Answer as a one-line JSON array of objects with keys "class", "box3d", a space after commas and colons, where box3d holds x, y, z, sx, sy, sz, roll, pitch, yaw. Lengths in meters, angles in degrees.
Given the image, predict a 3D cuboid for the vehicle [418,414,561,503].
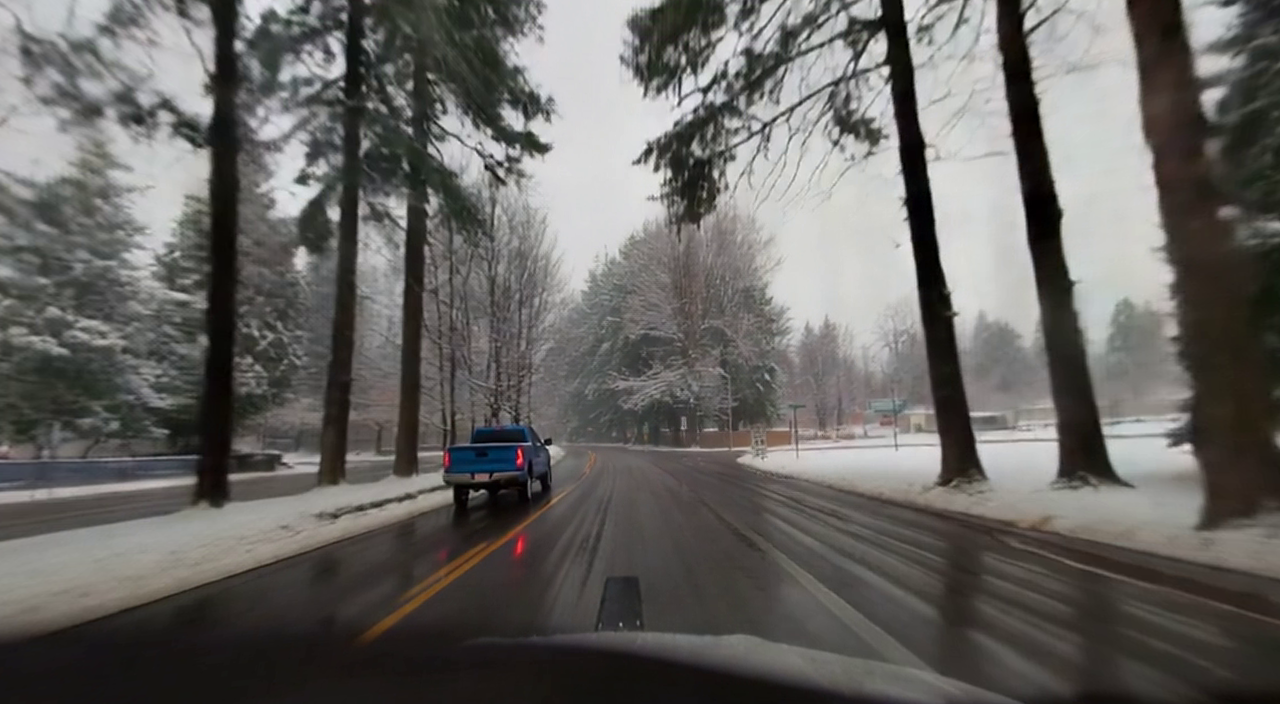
[{"class": "vehicle", "box3d": [-3.569, 2.715, 16.564, 2.267, 1.849, 6.402, 0, -8, -1]}]
